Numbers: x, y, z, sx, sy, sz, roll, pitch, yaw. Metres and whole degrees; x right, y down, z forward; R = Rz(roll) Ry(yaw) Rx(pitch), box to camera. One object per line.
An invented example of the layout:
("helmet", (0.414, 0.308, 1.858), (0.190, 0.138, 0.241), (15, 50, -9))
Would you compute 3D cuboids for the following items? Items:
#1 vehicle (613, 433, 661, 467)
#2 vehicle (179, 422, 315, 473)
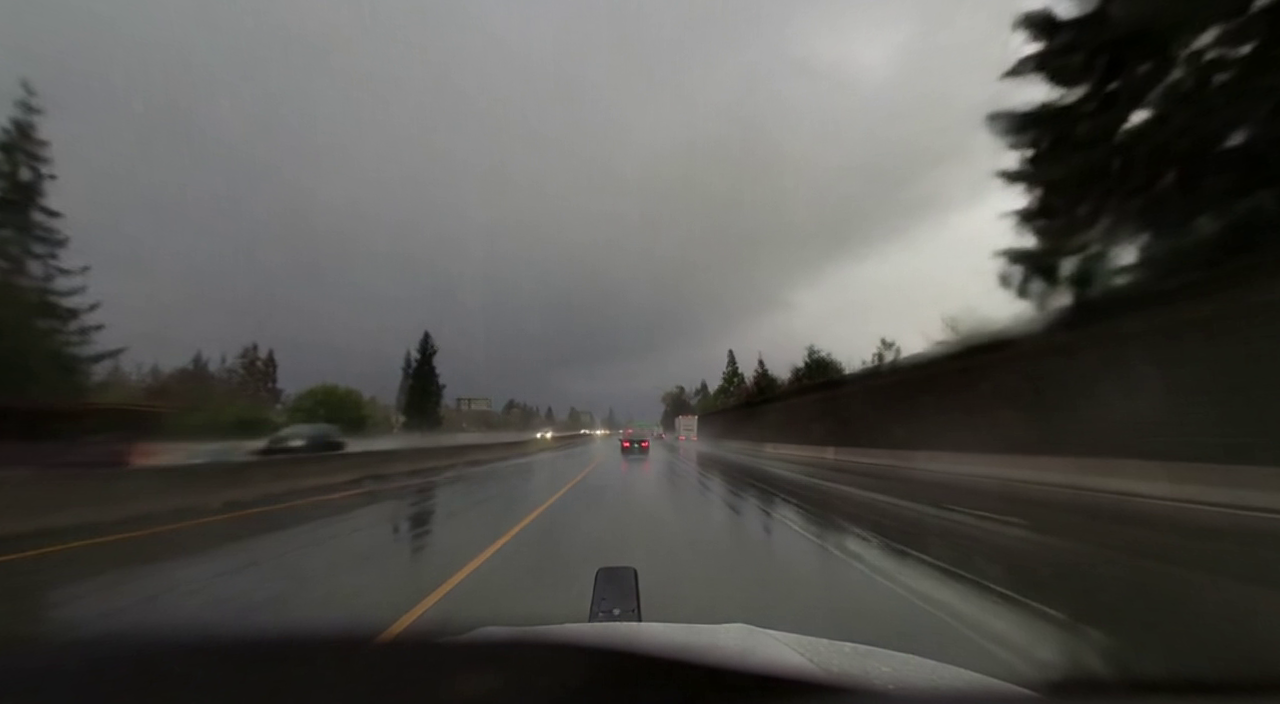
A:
("vehicle", (-0.174, 4.604, 29.918), (2.119, 1.480, 4.000), (0, -8, -1))
("vehicle", (-12.654, 3.092, 20.623), (1.883, 1.490, 3.959), (0, -8, 0))
